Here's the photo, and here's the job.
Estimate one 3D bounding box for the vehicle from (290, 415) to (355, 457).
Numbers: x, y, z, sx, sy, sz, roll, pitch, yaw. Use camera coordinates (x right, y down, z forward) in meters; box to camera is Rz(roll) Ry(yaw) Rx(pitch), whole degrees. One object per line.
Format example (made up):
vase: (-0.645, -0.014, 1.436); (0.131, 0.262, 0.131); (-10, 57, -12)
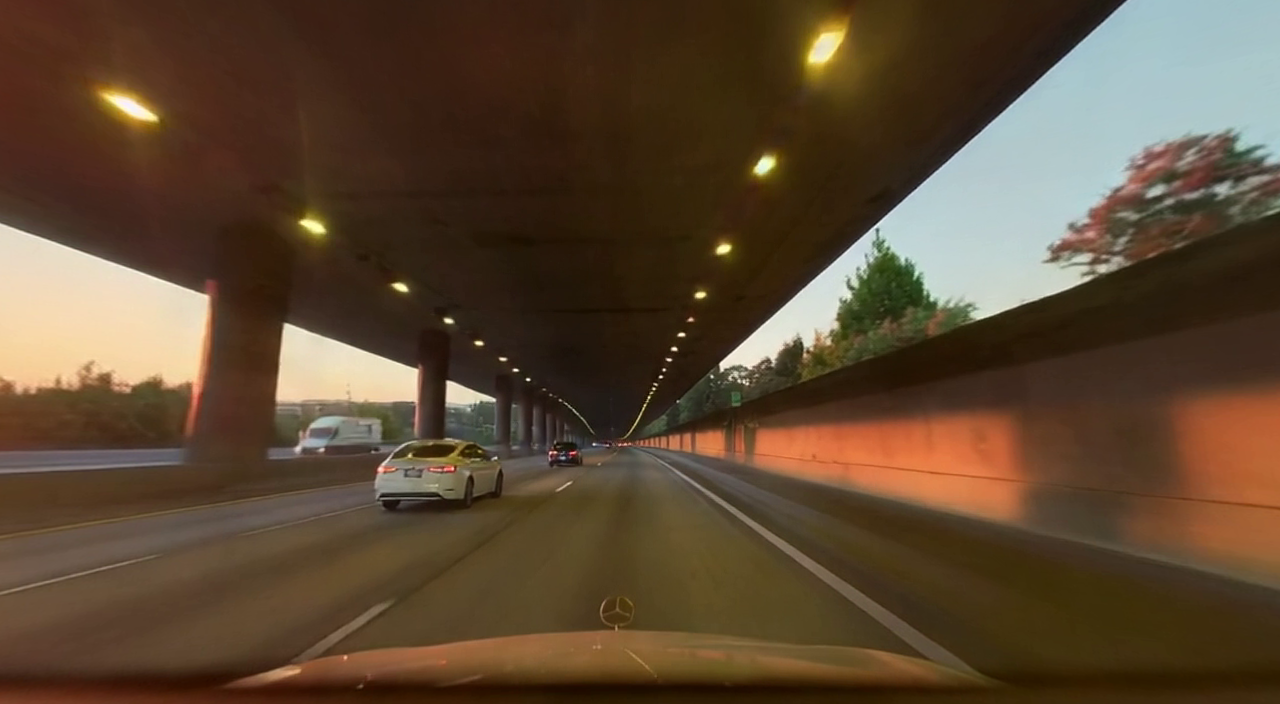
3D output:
vehicle: (-24.218, 6.420, 48.191); (2.808, 3.064, 3.757); (0, -8, 0)

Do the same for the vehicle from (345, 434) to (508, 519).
vehicle: (-4.088, 2.430, 12.894); (1.885, 1.424, 4.230); (-1, -8, 0)

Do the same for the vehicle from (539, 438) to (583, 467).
vehicle: (-4.359, 5.605, 35.253); (1.973, 1.474, 4.199); (-1, -8, 0)
